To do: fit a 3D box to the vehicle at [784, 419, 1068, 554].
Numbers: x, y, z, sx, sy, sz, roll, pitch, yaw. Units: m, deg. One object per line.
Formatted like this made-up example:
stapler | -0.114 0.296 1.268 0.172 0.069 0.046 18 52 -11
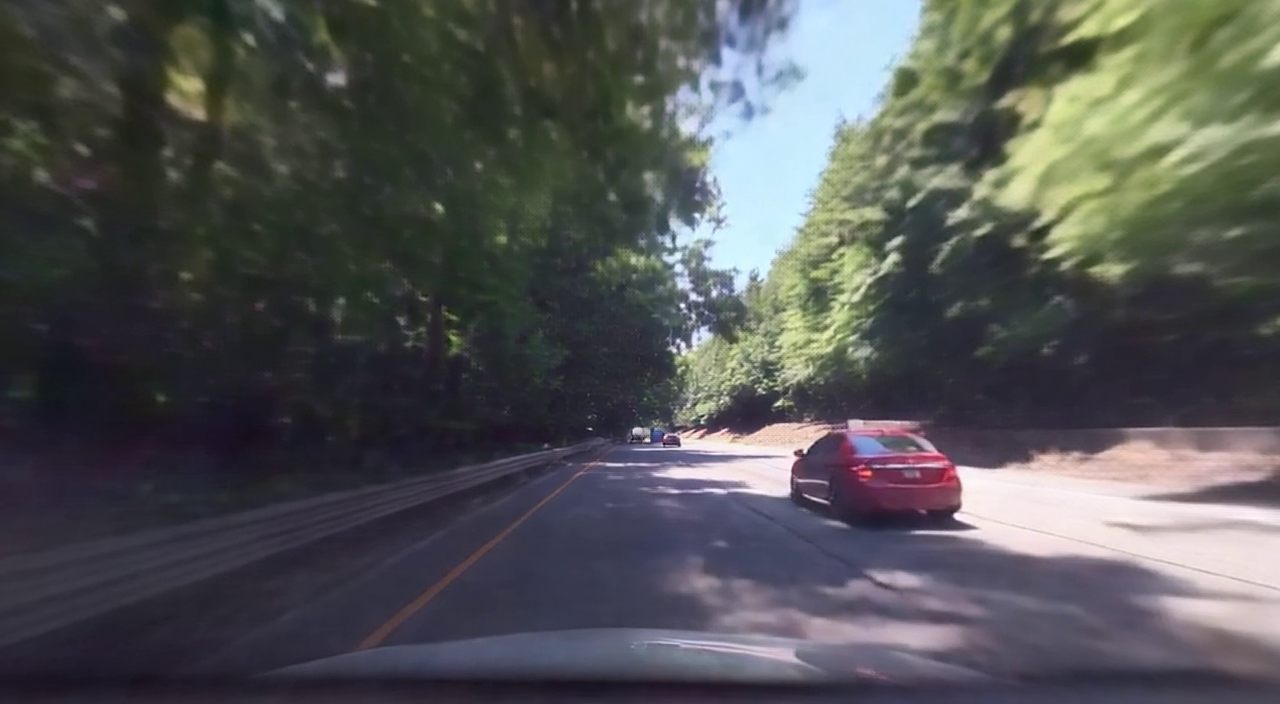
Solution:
vehicle | 3.747 1.802 9.352 2.017 1.502 4.369 0 -8 -2
